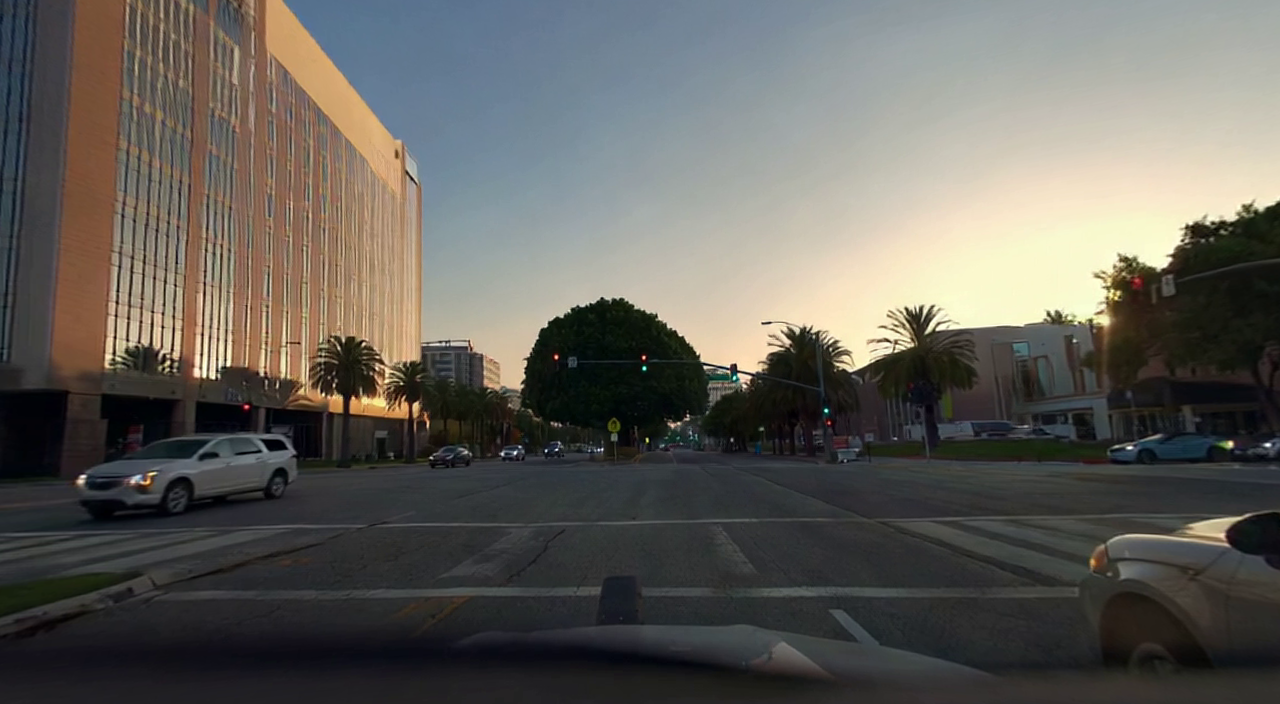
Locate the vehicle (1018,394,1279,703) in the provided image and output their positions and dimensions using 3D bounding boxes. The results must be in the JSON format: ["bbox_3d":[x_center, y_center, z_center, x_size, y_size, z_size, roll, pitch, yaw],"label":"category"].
[{"bbox_3d":[3.250,0.719,1.060,2.106,1.472,4.854,0,-9,-2],"label":"vehicle"}]

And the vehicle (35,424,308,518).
[{"bbox_3d":[-12.342,3.186,17.595,2.614,2.104,6.364,-1,-9,2],"label":"vehicle"}]

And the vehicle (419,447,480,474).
[{"bbox_3d":[-11.714,6.693,39.227,2.145,1.504,4.857,-1,-9,2],"label":"vehicle"}]
